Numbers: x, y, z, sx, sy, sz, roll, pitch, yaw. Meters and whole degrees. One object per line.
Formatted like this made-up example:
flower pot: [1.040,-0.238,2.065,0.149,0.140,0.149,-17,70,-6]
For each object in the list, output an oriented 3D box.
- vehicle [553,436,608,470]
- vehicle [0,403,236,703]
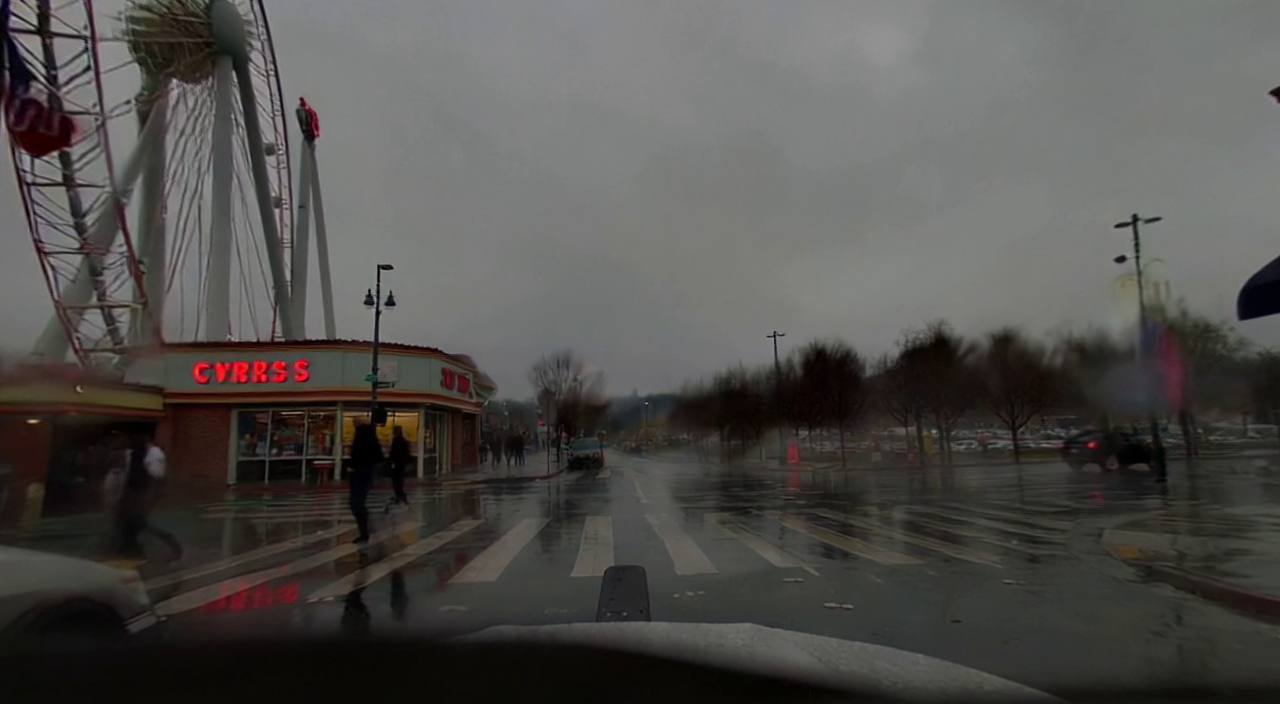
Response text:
vehicle: [-3.888,6.408,40.250,2.549,2.000,5.699,2,-9,-15]
vehicle: [-3.377,0.787,1.190,1.940,1.505,4.676,-1,-9,3]
